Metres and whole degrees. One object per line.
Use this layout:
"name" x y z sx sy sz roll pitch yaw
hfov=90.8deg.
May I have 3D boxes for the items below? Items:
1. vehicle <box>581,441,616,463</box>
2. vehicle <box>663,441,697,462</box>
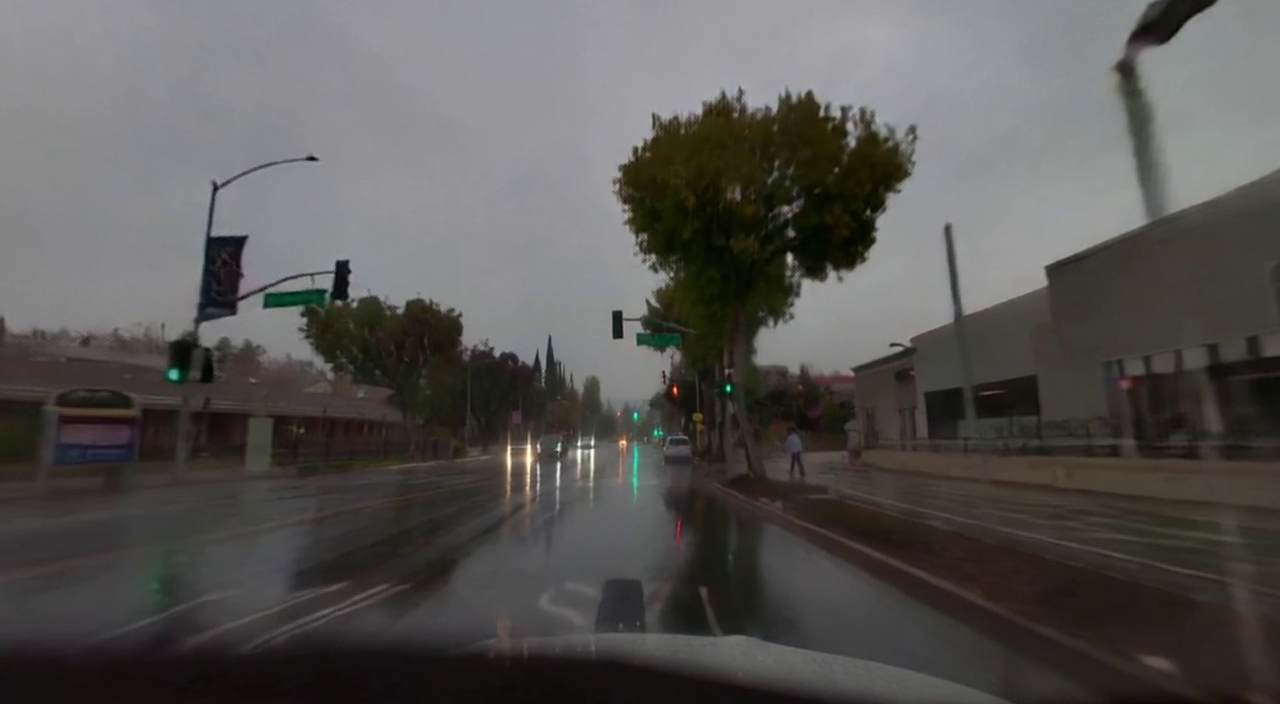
"vehicle" -2.911 7.107 45.091 2.122 1.469 4.388 0 -8 1
"vehicle" 2.926 7.396 47.062 2.034 1.491 4.618 0 -8 -3
